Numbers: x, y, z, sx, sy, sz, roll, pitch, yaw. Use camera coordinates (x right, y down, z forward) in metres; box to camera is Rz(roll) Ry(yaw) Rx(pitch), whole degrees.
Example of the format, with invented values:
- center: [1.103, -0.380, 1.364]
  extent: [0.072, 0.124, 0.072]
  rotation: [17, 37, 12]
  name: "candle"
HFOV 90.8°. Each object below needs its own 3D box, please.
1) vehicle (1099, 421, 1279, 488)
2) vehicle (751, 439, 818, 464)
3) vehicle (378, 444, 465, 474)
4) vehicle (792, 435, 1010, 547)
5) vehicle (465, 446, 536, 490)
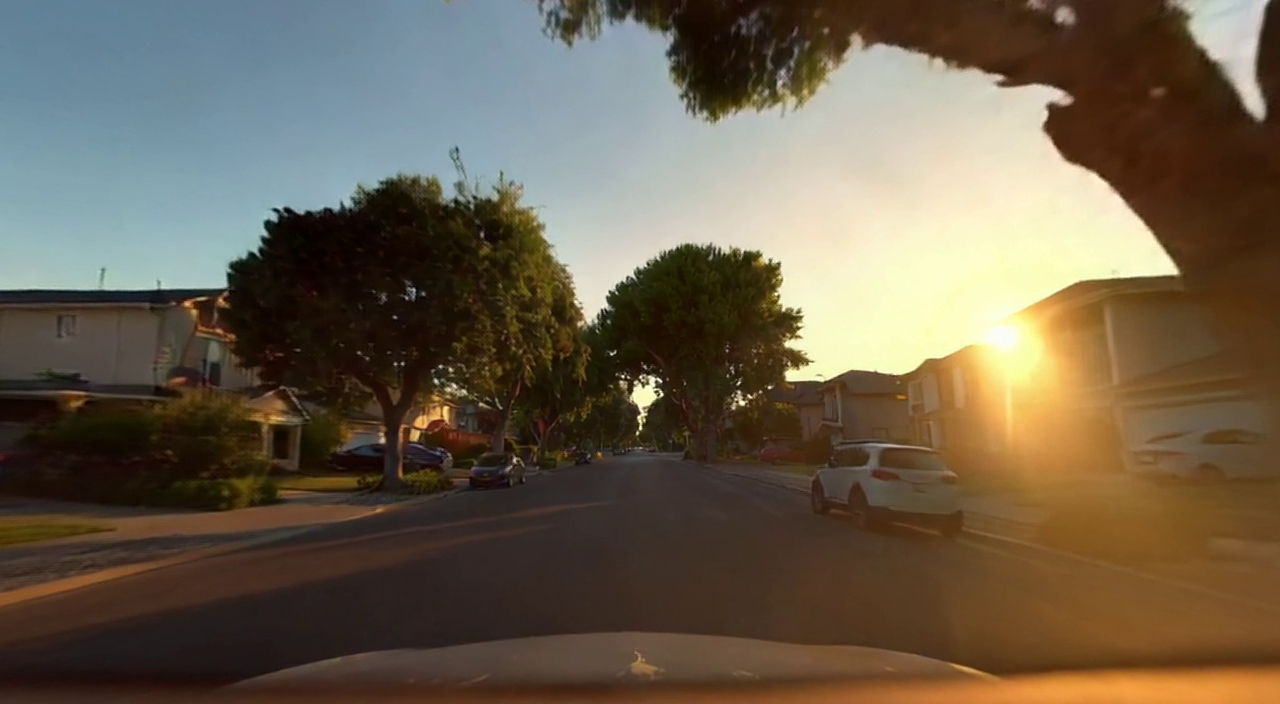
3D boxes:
- center: [14.574, 2.564, 15.857]
  extent: [4.584, 1.525, 2.018]
  rotation: [-5, -10, 28]
  name: "vehicle"
- center: [11.269, 7.772, 49.428]
  extent: [4.626, 1.880, 1.980]
  rotation: [1, -9, -9]
  name: "vehicle"
- center: [-12.215, 5.981, 35.444]
  extent: [4.135, 1.567, 1.944]
  rotation: [0, -9, 2]
  name: "vehicle"
- center: [4.258, 2.316, 11.263]
  extent: [1.996, 1.585, 4.371]
  rotation: [0, -9, 0]
  name: "vehicle"
- center: [-5.713, 4.786, 26.428]
  extent: [1.944, 1.621, 4.187]
  rotation: [-1, -9, 1]
  name: "vehicle"
